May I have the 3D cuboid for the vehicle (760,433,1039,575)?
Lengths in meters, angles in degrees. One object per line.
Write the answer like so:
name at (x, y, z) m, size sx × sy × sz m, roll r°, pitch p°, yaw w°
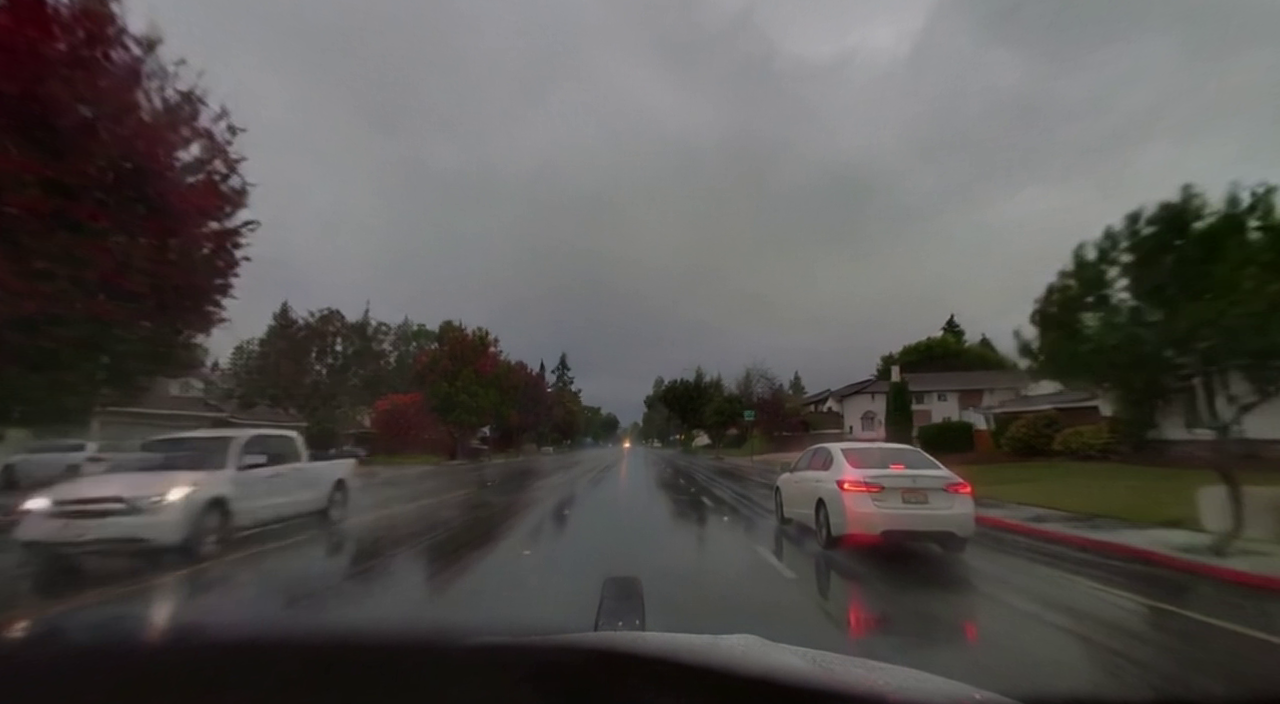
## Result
vehicle at (3.171, 1.938, 8.883) m, size 2.057 × 1.493 × 4.225 m, roll 0°, pitch -9°, yaw -1°

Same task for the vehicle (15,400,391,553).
vehicle at (-6.966, 2.096, 11.462) m, size 2.334 × 1.985 × 6.274 m, roll 0°, pitch -9°, yaw 0°
